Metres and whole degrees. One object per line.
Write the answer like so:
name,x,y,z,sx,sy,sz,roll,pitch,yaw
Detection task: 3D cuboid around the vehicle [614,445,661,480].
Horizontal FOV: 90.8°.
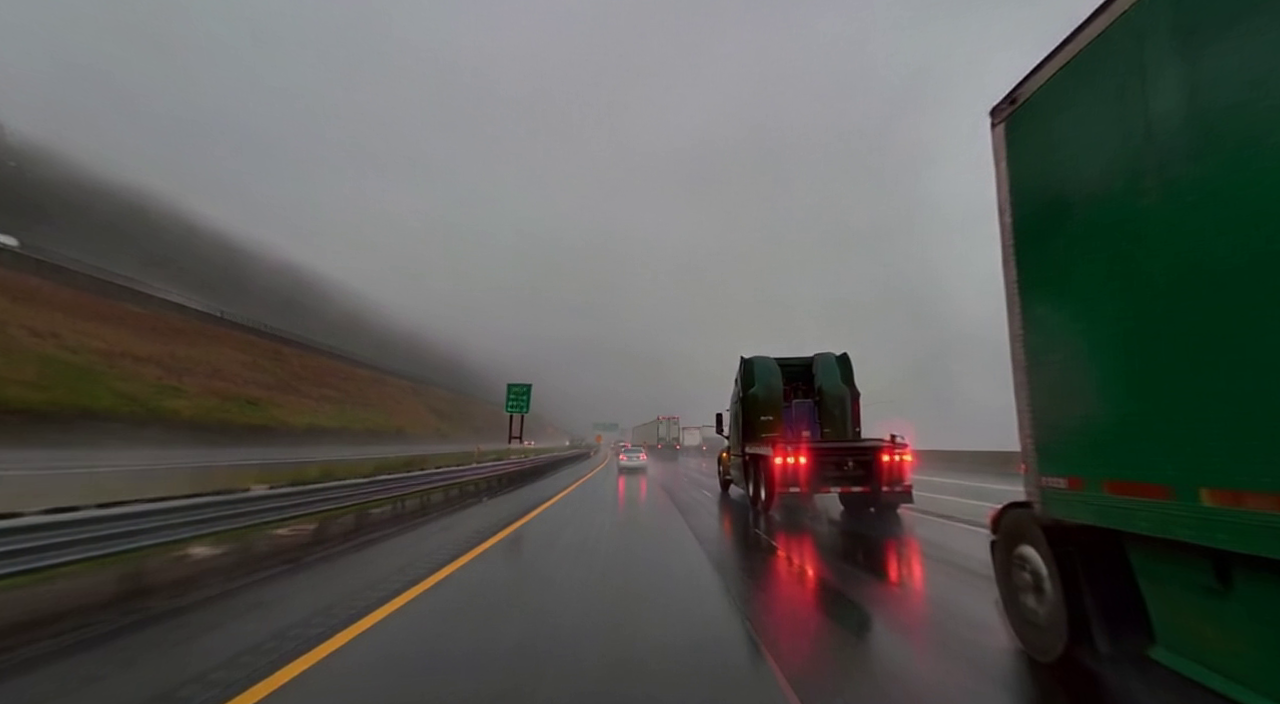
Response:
vehicle,-0.131,4.875,27.989,1.927,1.437,3.794,0,-9,0

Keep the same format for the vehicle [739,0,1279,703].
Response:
vehicle,3.613,0.377,6.838,2.874,4.065,14.243,0,-9,0
